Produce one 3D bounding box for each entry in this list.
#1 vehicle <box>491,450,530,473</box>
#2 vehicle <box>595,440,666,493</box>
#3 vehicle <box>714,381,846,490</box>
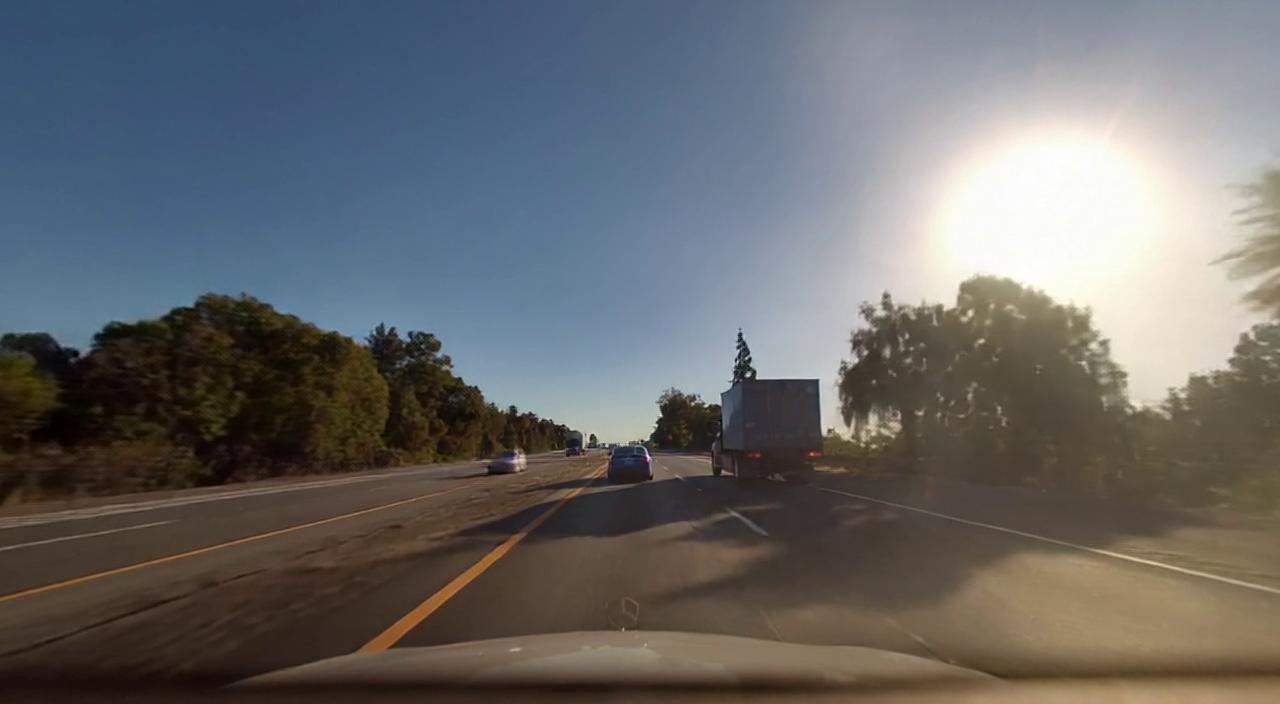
[{"bbox_3d":[-9.023,7.668,43.930,1.844,1.501,3.817,-1,-9,0],"label":"vehicle"},{"bbox_3d":[-0.289,3.623,20.172,2.066,1.490,3.759,-1,-9,0],"label":"vehicle"},{"bbox_3d":[4.561,3.001,22.194,2.791,3.201,7.145,0,-9,-2],"label":"vehicle"}]
